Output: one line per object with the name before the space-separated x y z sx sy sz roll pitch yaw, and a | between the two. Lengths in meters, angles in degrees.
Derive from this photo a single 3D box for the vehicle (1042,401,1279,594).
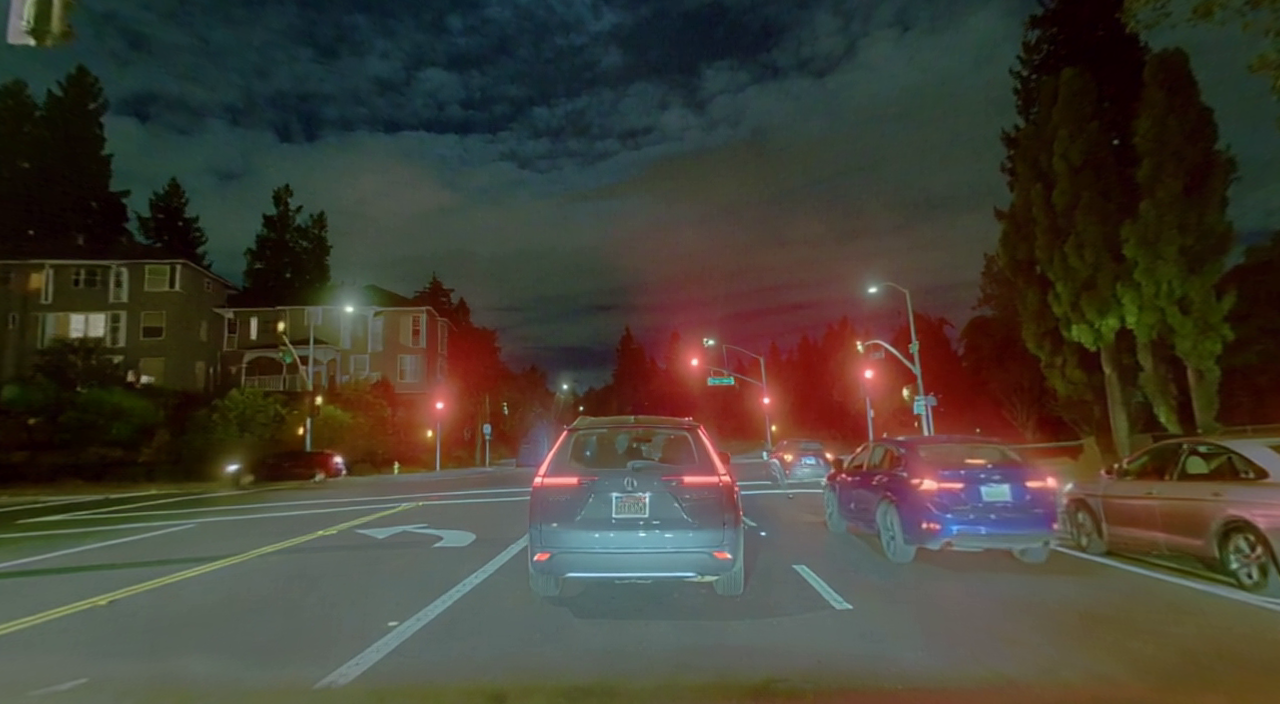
vehicle | 7.022 1.527 7.003 1.989 1.791 4.735 0 -8 1

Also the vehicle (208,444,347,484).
vehicle | -14.698 4.546 25.918 4.723 1.486 1.800 4 -9 -25

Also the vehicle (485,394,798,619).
vehicle | 0.047 1.472 6.951 2.322 1.667 4.367 0 -8 1

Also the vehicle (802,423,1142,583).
vehicle | 3.827 1.809 8.534 2.077 1.527 4.755 0 -8 1
